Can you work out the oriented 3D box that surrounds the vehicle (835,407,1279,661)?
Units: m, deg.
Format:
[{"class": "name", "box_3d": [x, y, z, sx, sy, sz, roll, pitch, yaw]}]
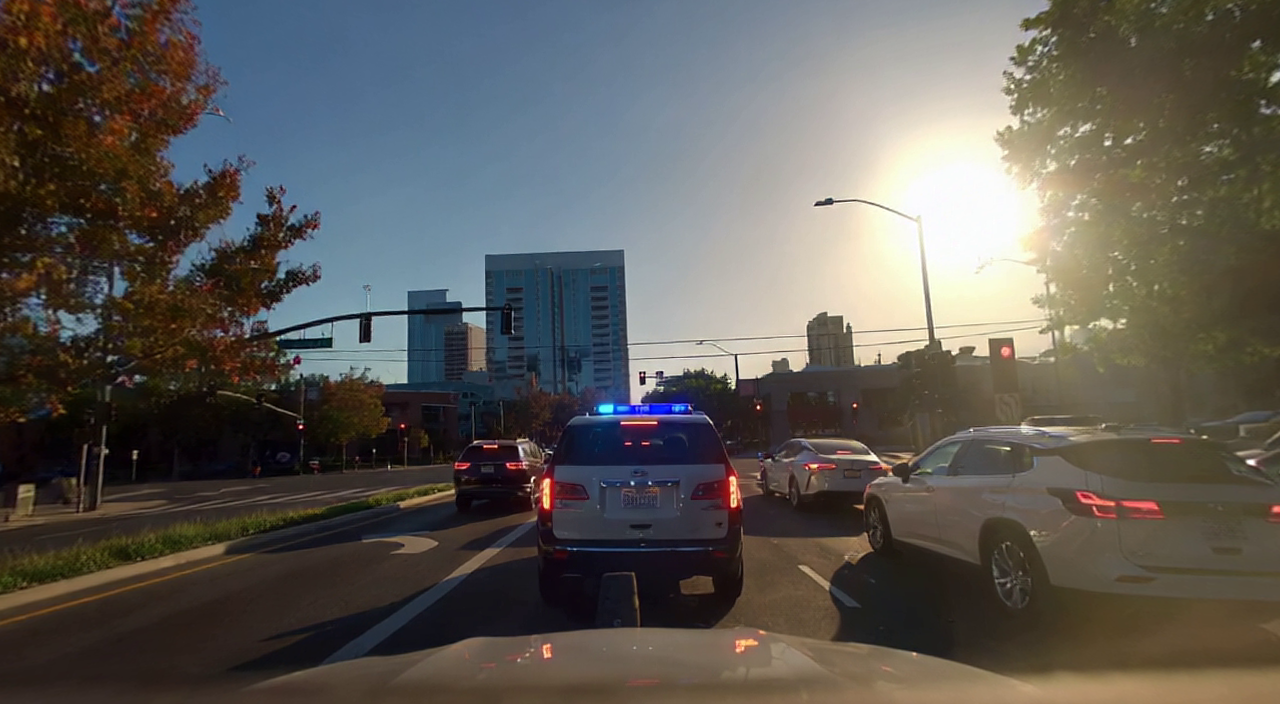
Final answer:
[{"class": "vehicle", "box_3d": [3.640, 1.411, 6.081, 1.995, 1.483, 4.533, 0, -8, -1]}]

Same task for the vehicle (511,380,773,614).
[{"class": "vehicle", "box_3d": [-0.032, 1.461, 7.273, 2.038, 1.819, 4.505, 0, -8, -1]}]

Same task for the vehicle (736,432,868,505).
[{"class": "vehicle", "box_3d": [3.634, 2.700, 15.058, 1.940, 1.474, 4.234, 0, -8, -1]}]

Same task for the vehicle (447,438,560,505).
[{"class": "vehicle", "box_3d": [-3.316, 2.984, 16.212, 1.913, 1.464, 4.276, 0, -8, 0]}]
